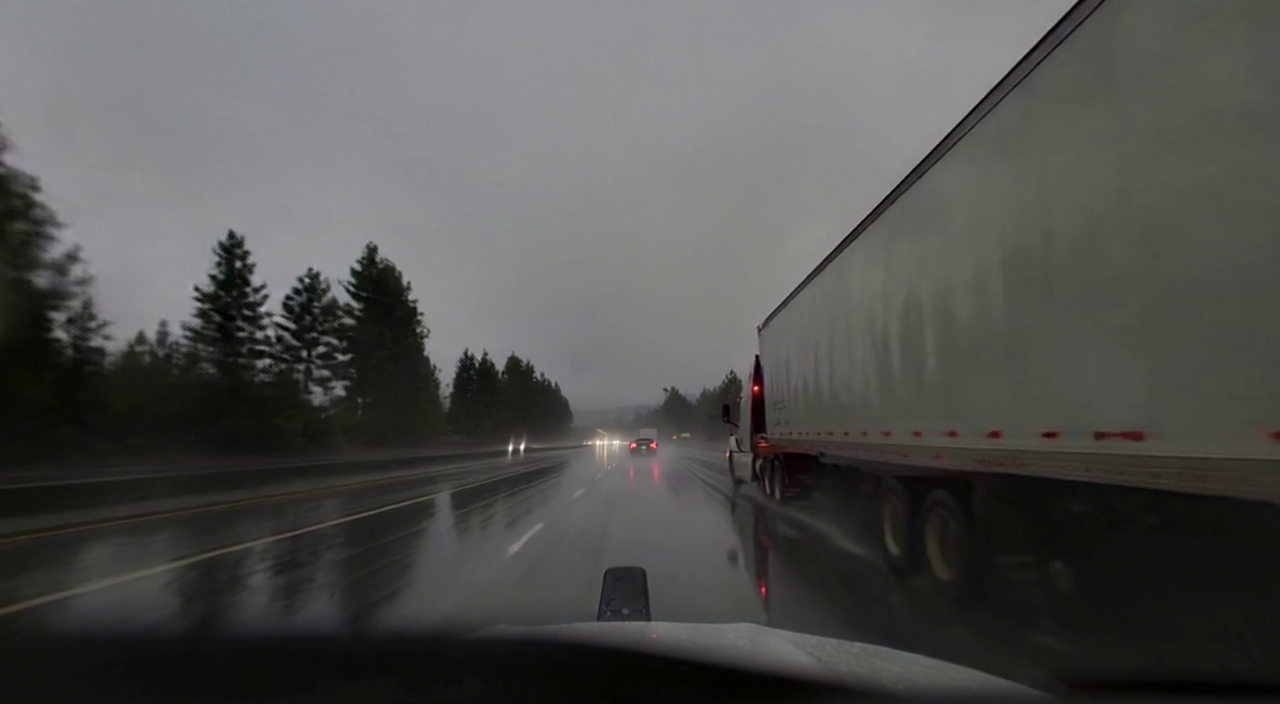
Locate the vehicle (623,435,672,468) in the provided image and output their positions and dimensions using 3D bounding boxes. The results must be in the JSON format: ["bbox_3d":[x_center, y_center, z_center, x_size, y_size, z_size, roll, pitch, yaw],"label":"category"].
[{"bbox_3d":[0.438,5.084,32.379,2.139,1.607,4.034,-1,-8,6],"label":"vehicle"}]

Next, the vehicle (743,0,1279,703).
[{"bbox_3d":[4.141,0.517,8.856,3.005,4.131,14.221,0,-8,0],"label":"vehicle"}]
